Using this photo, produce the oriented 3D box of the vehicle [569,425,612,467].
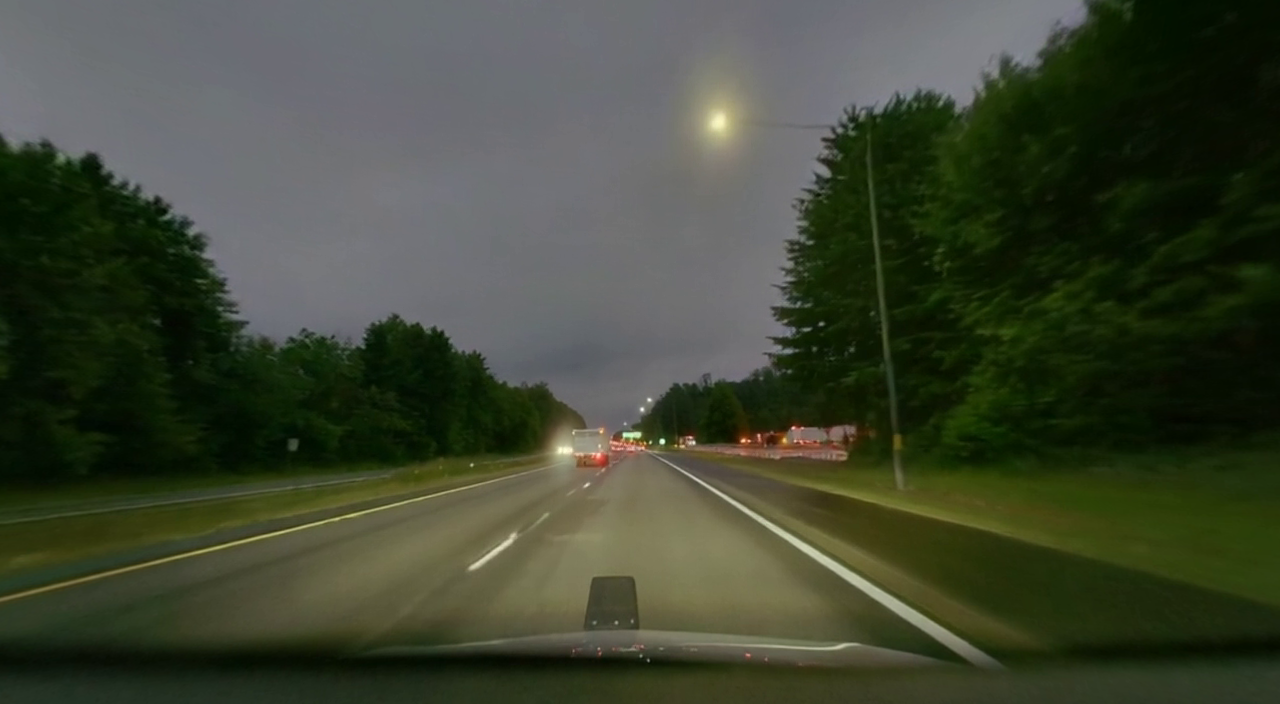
[{"bbox_3d":[-3.333,6.495,43.493,2.484,2.625,5.907,-1,-8,0],"label":"vehicle"}]
